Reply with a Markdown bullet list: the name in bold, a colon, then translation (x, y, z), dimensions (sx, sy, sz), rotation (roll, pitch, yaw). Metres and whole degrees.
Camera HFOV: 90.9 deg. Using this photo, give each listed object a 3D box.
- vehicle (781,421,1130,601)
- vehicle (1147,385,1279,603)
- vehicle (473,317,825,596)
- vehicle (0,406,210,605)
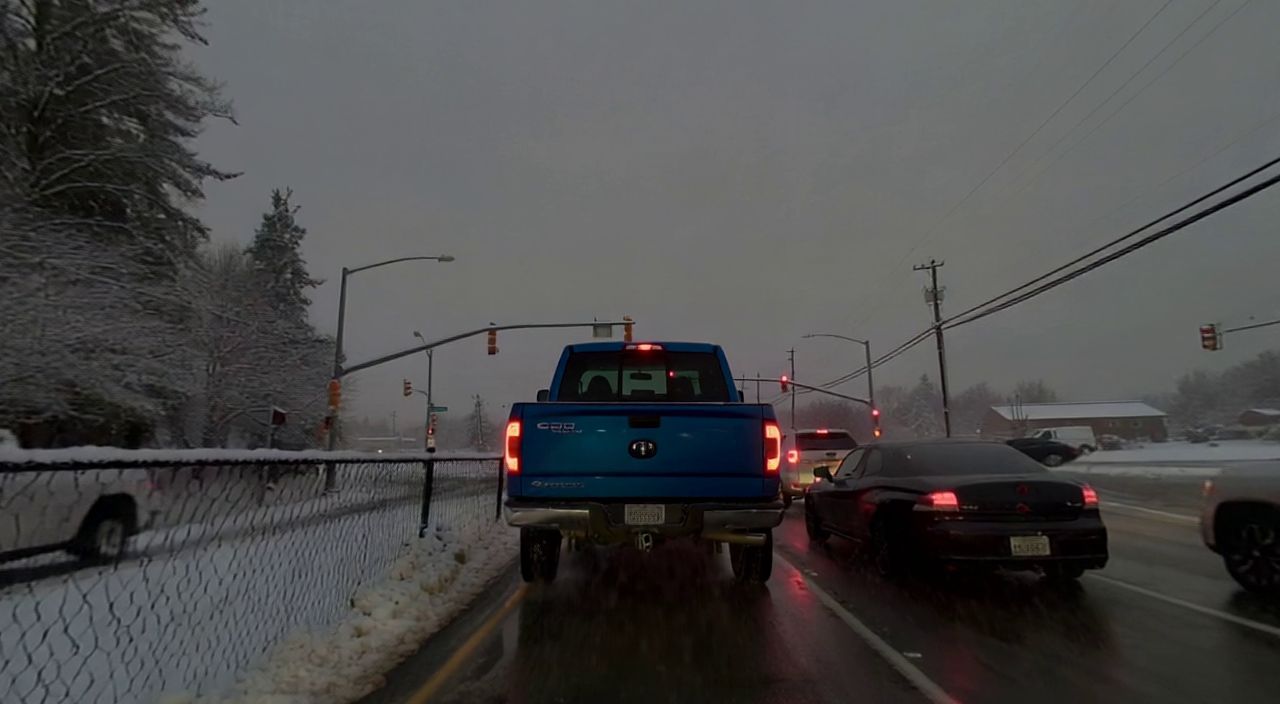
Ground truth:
- **vehicle**: translation (3.105, 1.639, 7.379), dimensions (1.993, 1.495, 4.060), rotation (0, -8, 0)
- **vehicle**: translation (6.118, 1.000, 4.095), dimensions (1.982, 1.727, 4.352), rotation (0, -8, 0)
- **vehicle**: translation (0.079, 1.280, 8.271), dimensions (2.831, 2.284, 6.149), rotation (0, -8, 0)
- **vehicle**: translation (-7.634, 1.583, 6.611), dimensions (2.455, 1.971, 5.329), rotation (0, -8, 0)
